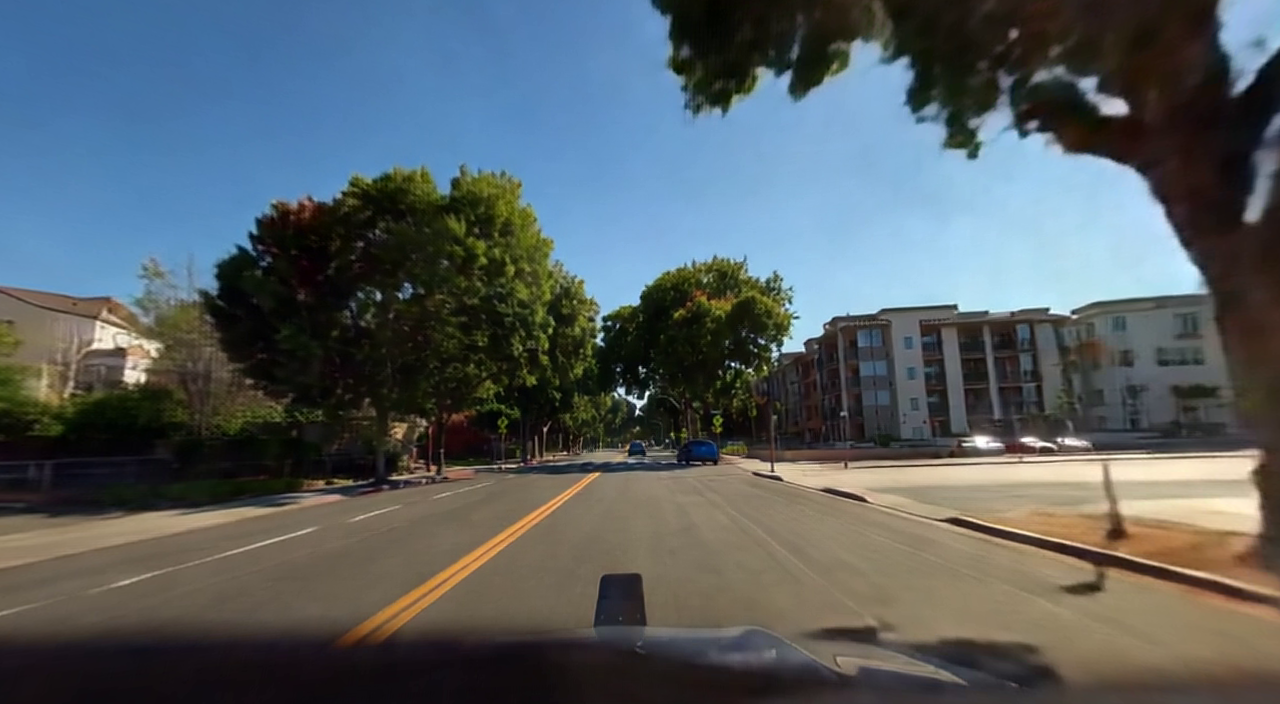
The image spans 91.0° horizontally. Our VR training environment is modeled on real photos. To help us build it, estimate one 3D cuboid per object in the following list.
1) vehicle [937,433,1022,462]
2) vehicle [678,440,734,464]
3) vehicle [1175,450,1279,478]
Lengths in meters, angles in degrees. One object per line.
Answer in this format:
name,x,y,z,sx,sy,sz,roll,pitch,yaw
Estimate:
vehicle,23.941,6.766,44.535,4.676,1.775,2.085,-2,-9,2
vehicle,4.818,7.381,46.518,1.981,1.703,3.691,8,-12,-43
vehicle,33.328,6.322,35.572,4.305,1.464,1.875,0,-8,1
